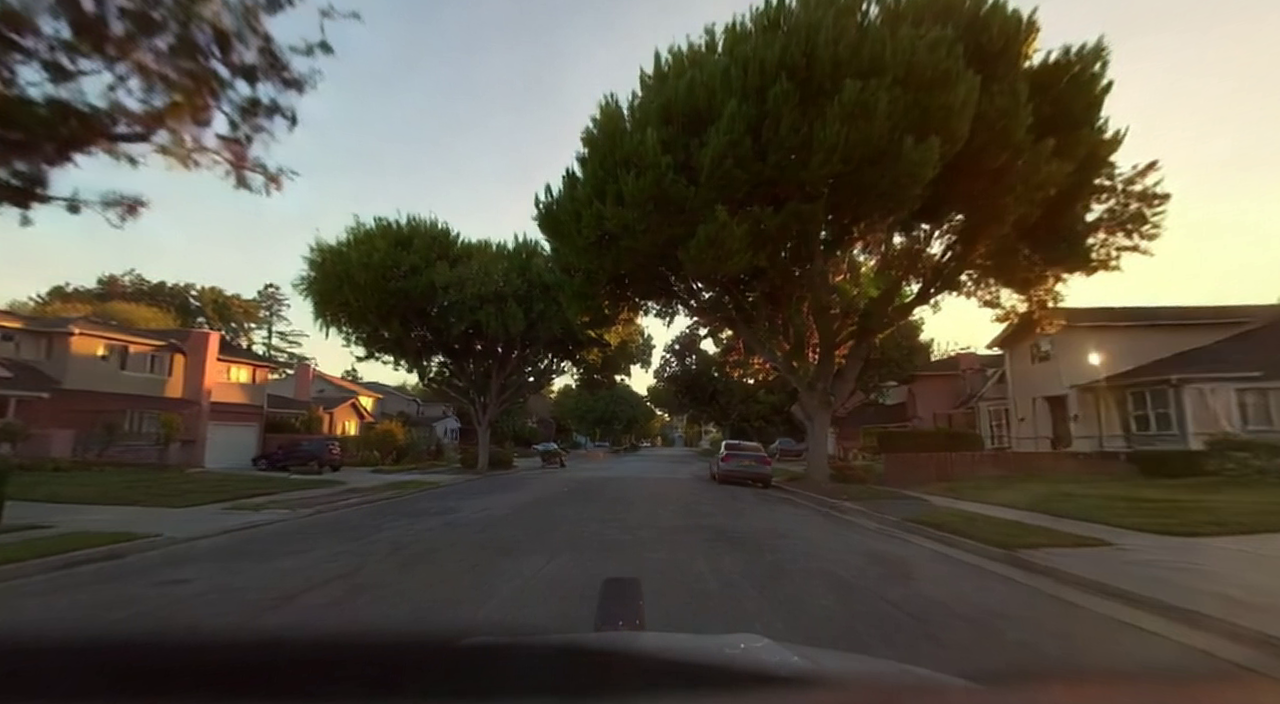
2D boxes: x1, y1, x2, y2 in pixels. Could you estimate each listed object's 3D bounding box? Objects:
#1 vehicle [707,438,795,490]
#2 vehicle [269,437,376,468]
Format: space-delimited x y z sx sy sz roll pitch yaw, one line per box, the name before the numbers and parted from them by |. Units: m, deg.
vehicle | 3.733 3.850 22.137 2.136 1.596 4.790 0 -9 -1
vehicle | -16.918 5.365 33.909 4.607 1.573 2.058 0 -8 -5
